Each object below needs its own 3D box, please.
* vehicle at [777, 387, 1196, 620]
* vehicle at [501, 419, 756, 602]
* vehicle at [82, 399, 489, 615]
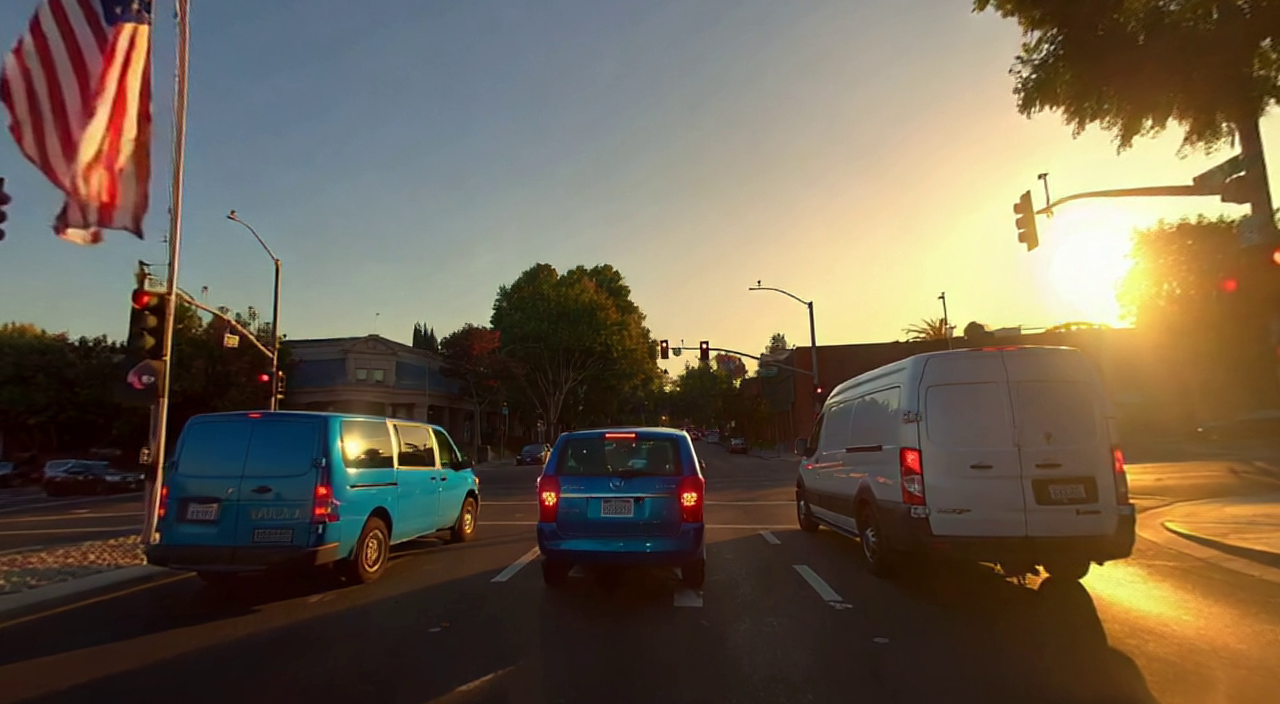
[{"bbox_3d":[3.086,1.468,7.019,2.178,1.746,4.400,0,-9,1],"label":"vehicle"},{"bbox_3d":[-0.146,1.616,7.325,2.098,1.494,4.118,0,-9,-1],"label":"vehicle"},{"bbox_3d":[-3.304,1.520,7.037,2.024,1.677,3.998,-1,-9,3],"label":"vehicle"}]
